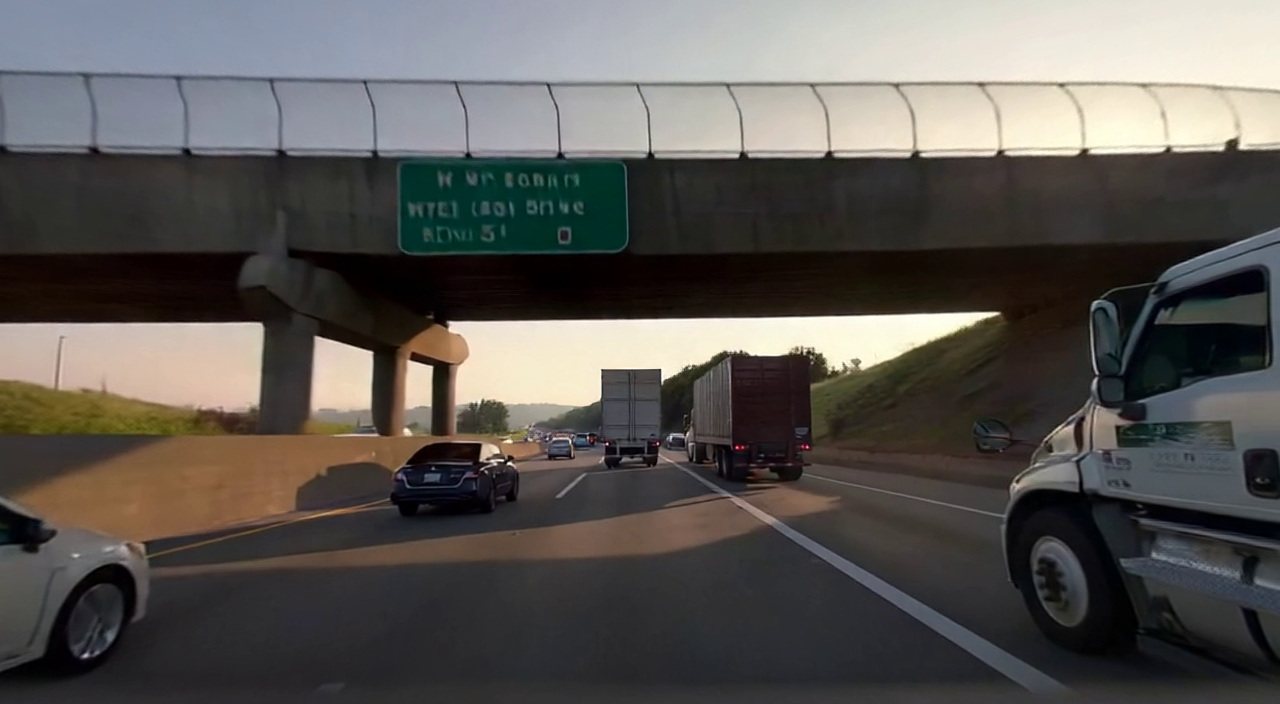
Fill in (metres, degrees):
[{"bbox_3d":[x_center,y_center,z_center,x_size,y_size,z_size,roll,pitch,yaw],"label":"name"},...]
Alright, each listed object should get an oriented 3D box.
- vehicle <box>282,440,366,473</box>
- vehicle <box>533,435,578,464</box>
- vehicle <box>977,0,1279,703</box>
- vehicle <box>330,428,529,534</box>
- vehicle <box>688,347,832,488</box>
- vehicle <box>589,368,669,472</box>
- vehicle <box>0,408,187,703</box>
[{"bbox_3d":[-15.276,5.043,30.749,1.848,1.472,4.398,0,-8,-1],"label":"vehicle"},{"bbox_3d":[-4.601,5.354,34.816,2.049,1.483,3.786,0,-8,-1],"label":"vehicle"},{"bbox_3d":[3.972,-0.415,1.296,3.074,3.896,5.910,0,-8,-1],"label":"vehicle"},{"bbox_3d":[-3.348,2.114,11.141,1.894,1.460,4.662,0,-8,0],"label":"vehicle"},{"bbox_3d":[3.733,2.563,23.182,2.817,3.886,11.491,0,-8,-1],"label":"vehicle"},{"bbox_3d":[-0.417,3.376,30.091,3.090,4.065,10.702,0,-8,0],"label":"vehicle"},{"bbox_3d":[-4.009,0.861,1.953,1.923,1.464,4.449,0,-8,0],"label":"vehicle"}]
